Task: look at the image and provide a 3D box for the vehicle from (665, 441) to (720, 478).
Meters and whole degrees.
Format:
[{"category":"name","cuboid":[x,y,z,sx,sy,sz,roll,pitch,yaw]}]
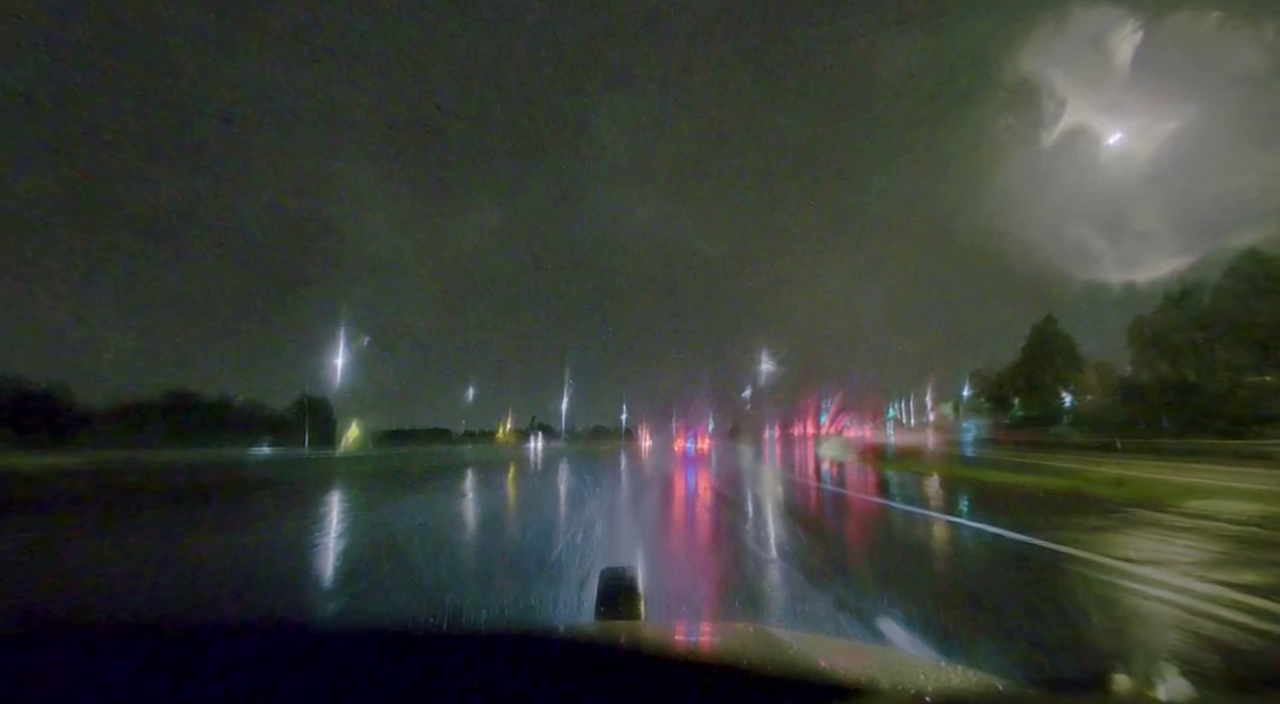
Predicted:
[{"category":"vehicle","cuboid":[2.121,4.492,26.555,2.124,1.405,4.398,0,-8,3]}]
